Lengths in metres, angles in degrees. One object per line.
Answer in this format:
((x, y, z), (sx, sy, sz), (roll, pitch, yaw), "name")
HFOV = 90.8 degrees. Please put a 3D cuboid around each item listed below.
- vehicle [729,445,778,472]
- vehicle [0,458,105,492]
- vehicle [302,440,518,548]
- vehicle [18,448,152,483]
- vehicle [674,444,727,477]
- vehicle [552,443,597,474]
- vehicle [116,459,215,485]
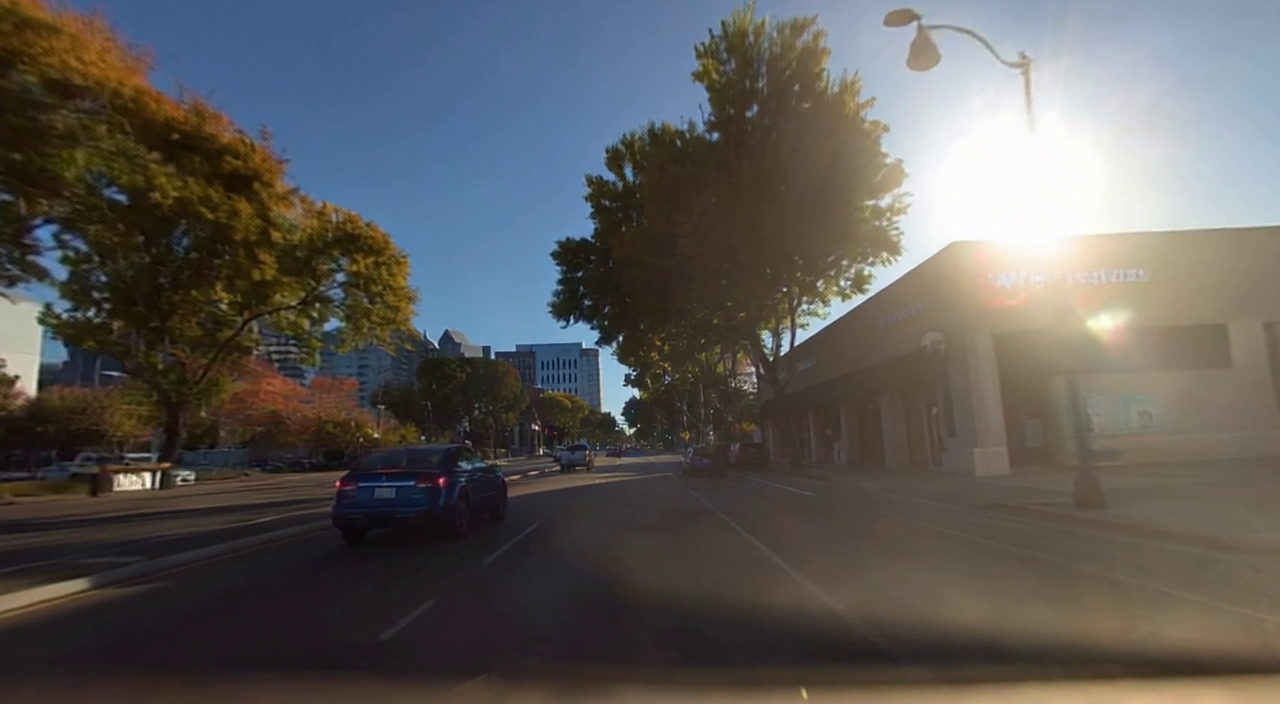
((6.592, 6.224, 37.180), (1.896, 1.479, 4.416), (0, -9, -2), "vehicle")
((-29.109, 6.014, 31.000), (3.907, 1.533, 1.829), (0, -9, -1), "vehicle")
((-3.574, 2.279, 10.893), (2.060, 1.466, 4.387), (0, -9, 0), "vehicle")
((-29.454, 6.035, 33.651), (4.987, 1.709, 2.267), (-1, -9, 2), "vehicle")
((2.824, 5.216, 30.672), (1.961, 1.482, 4.538), (0, -9, -2), "vehicle")
((-3.890, 6.386, 38.108), (2.145, 1.694, 4.642), (0, -9, 1), "vehicle")
((-29.415, 7.428, 39.253), (4.604, 1.498, 1.899), (0, -9, 1), "vehicle")
